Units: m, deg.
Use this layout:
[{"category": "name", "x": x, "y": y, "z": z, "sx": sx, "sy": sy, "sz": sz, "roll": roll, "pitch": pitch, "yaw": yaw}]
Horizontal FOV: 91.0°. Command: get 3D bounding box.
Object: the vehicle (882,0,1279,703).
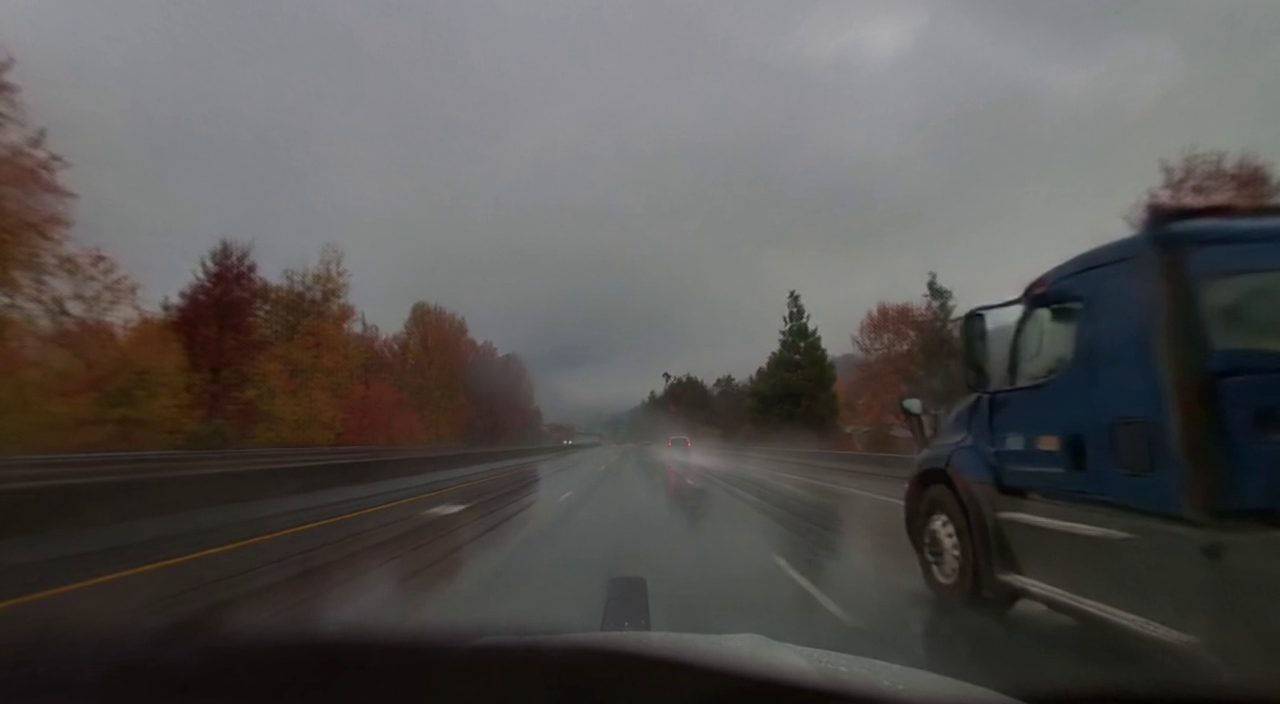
[{"category": "vehicle", "x": 3.846, "y": -0.432, "z": 1.722, "sx": 3.040, "sy": 4.038, "sz": 8.179, "roll": 0, "pitch": -8, "yaw": 0}]
